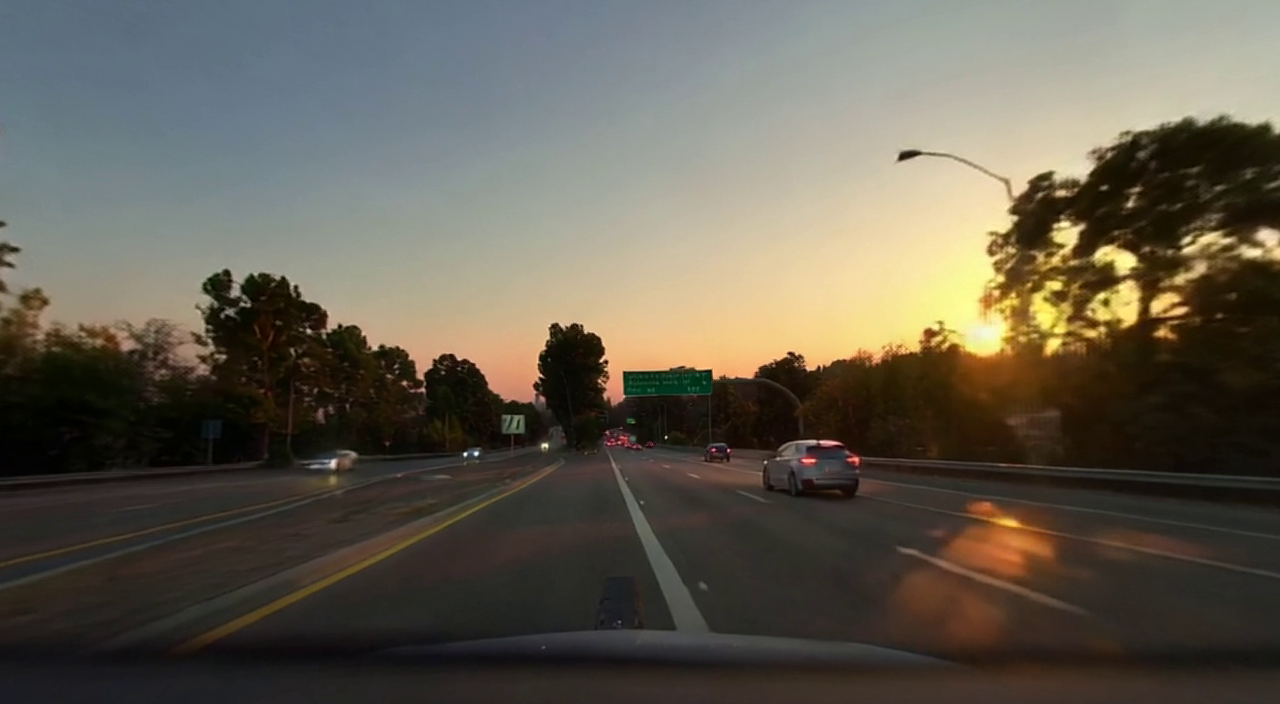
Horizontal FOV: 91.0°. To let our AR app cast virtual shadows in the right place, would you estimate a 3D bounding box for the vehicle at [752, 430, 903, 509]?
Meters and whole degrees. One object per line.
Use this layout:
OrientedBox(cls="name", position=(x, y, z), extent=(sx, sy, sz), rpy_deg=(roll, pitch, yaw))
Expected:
OrientedBox(cls="vehicle", position=(4.460, 2.877, 15.902), extent=(2.066, 1.683, 4.675), rpy_deg=(1, -9, -4))
